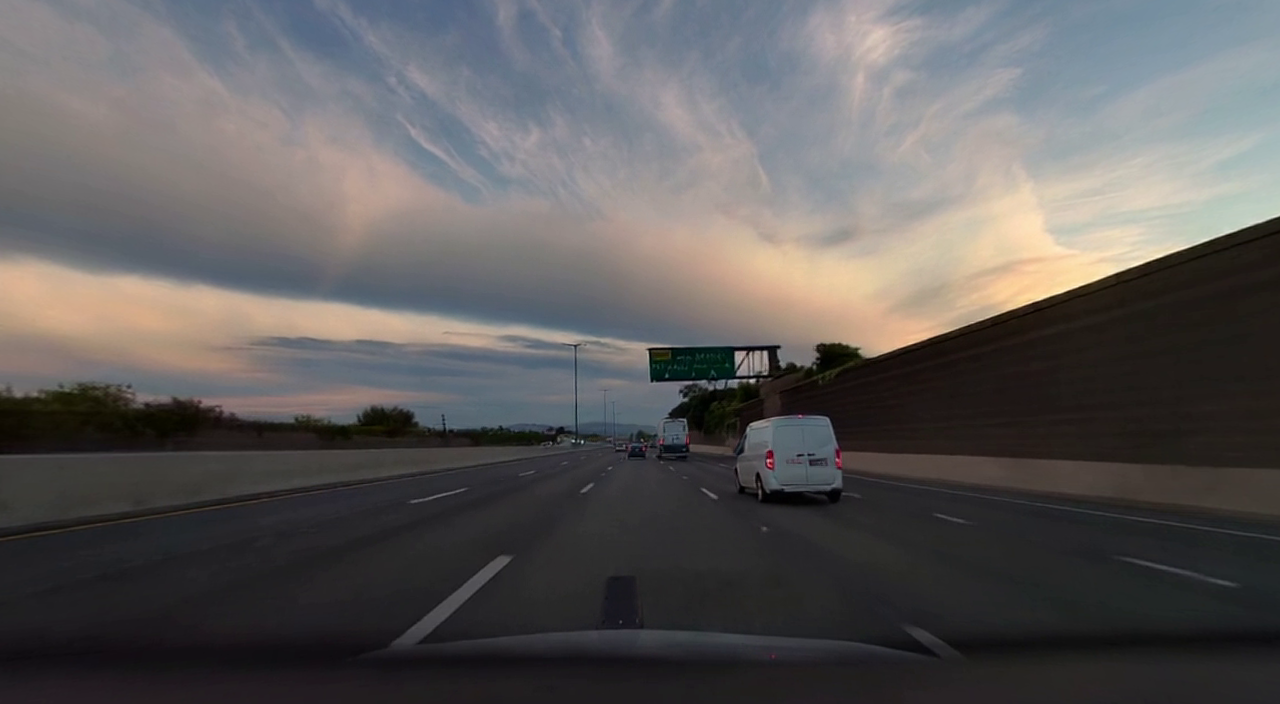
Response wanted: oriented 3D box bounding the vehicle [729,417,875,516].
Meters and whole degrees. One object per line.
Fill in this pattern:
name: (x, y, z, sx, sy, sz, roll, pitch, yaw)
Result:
vehicle: (3.533, 2.614, 14.885, 2.035, 1.931, 4.841, 0, -9, -1)
